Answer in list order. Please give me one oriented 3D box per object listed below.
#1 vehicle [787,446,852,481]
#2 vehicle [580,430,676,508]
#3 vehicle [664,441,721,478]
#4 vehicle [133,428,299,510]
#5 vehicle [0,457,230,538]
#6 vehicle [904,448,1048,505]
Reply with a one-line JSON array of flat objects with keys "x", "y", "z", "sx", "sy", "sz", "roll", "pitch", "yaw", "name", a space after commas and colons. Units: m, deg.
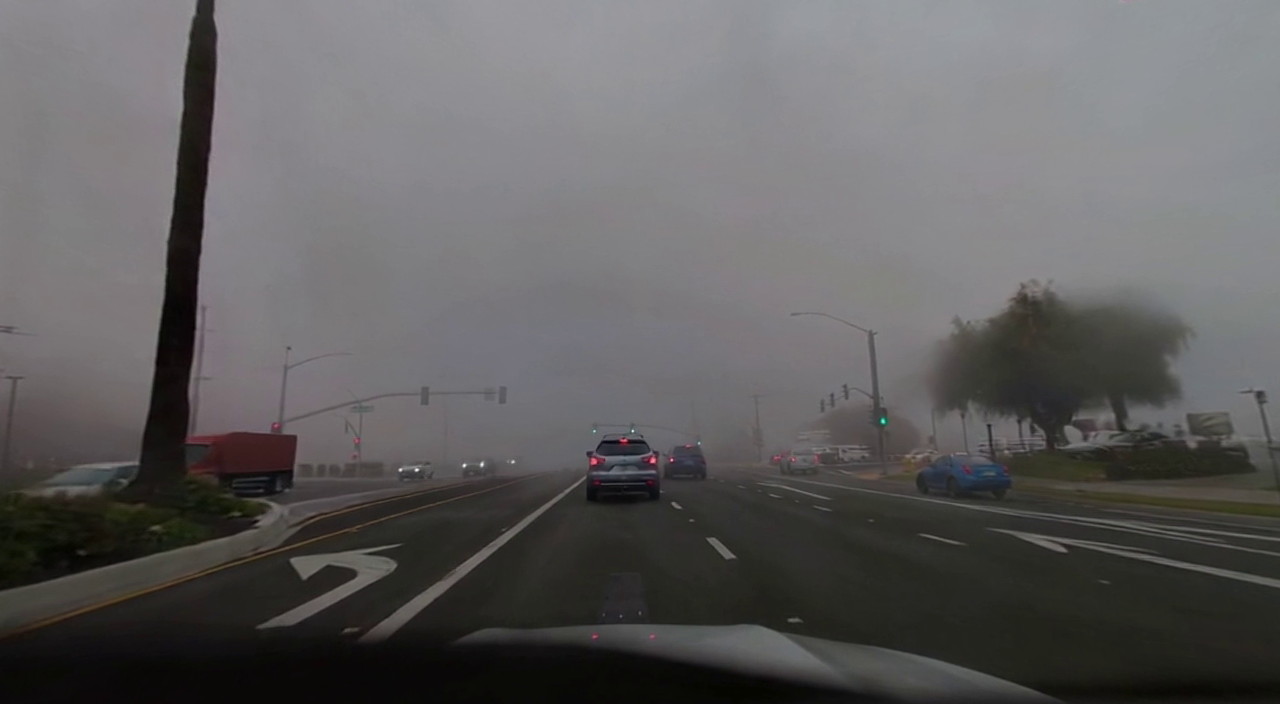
[{"x": 9.758, "y": 6.088, "z": 34.761, "sx": 2.155, "sy": 1.779, "sz": 4.582, "roll": 0, "pitch": -9, "yaw": -1, "name": "vehicle"}, {"x": -0.343, "y": 3.275, "z": 18.177, "sx": 2.402, "sy": 1.938, "sz": 4.535, "roll": 0, "pitch": -9, "yaw": -1, "name": "vehicle"}, {"x": 3.036, "y": 6.430, "z": 38.193, "sx": 2.773, "sy": 2.021, "sz": 6.212, "roll": 0, "pitch": -9, "yaw": -1, "name": "vehicle"}, {"x": -19.076, "y": 5.261, "z": 29.151, "sx": 2.901, "sy": 3.039, "sz": 7.160, "roll": -4, "pitch": -8, "yaw": -2, "name": "vehicle"}, {"x": -11.816, "y": 3.208, "z": 14.537, "sx": 1.965, "sy": 1.475, "sz": 4.209, "roll": 0, "pitch": -9, "yaw": -1, "name": "vehicle"}, {"x": 9.911, "y": 3.675, "z": 19.089, "sx": 1.967, "sy": 1.485, "sz": 4.267, "roll": 0, "pitch": -9, "yaw": 0, "name": "vehicle"}]
